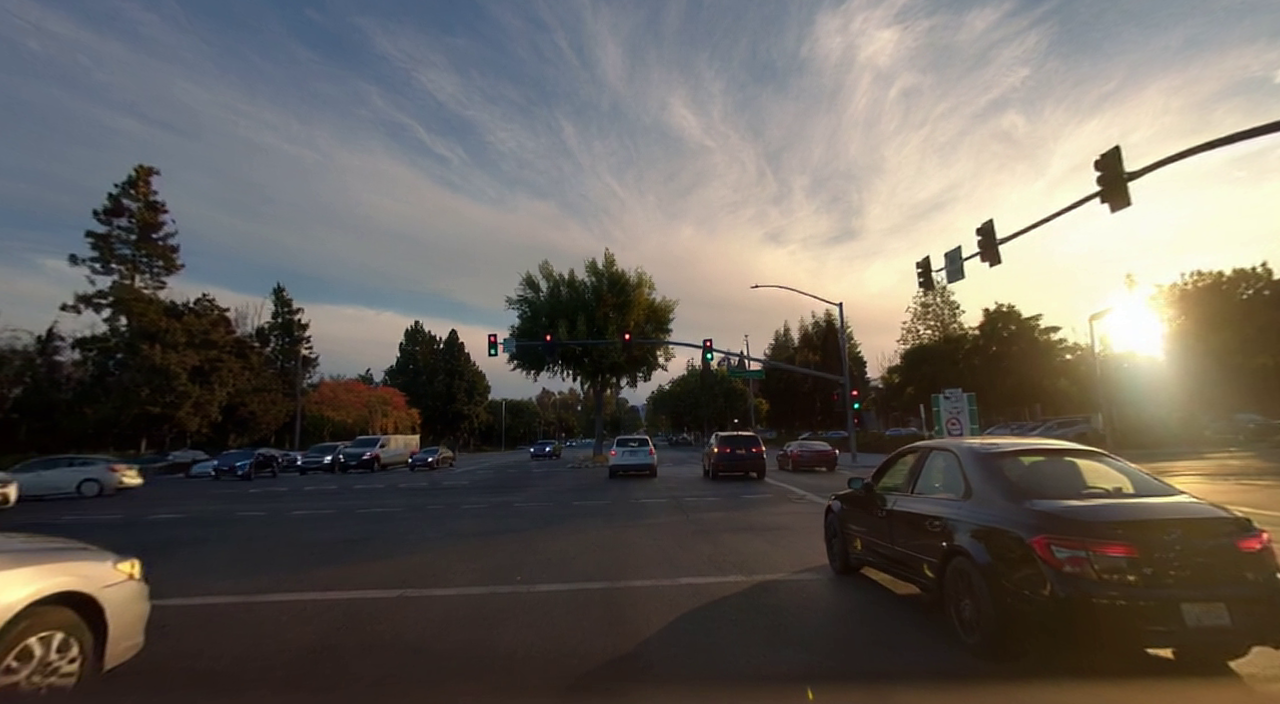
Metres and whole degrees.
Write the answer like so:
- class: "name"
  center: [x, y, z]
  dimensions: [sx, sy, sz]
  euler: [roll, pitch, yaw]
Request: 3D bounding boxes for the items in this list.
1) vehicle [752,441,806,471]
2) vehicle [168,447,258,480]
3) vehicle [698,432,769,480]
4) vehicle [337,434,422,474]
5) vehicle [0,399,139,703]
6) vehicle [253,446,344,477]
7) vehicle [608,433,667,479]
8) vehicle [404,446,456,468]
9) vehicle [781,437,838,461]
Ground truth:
- class: "vehicle"
  center: [7.144, 5.362, 32.802]
  dimensions: [1.847, 1.432, 4.039]
  euler: [0, -8, 0]
- class: "vehicle"
  center: [-20.798, 5.410, 30.863]
  dimensions: [1.800, 1.511, 3.631]
  euler: [0, -8, 1]
- class: "vehicle"
  center: [3.581, 4.068, 24.889]
  dimensions: [2.097, 1.707, 4.461]
  euler: [0, -8, 0]
- class: "vehicle"
  center: [-14.012, 5.518, 34.282]
  dimensions: [2.196, 1.961, 5.359]
  euler: [0, -8, 2]
- class: "vehicle"
  center: [-3.609, 0.723, 1.037]
  dimensions: [1.941, 1.492, 4.399]
  euler: [0, -8, 0]
- class: "vehicle"
  center: [-17.566, 5.633, 32.680]
  dimensions: [2.086, 1.458, 4.457]
  euler: [0, -8, 2]
- class: "vehicle"
  center: [-0.092, 4.257, 26.026]
  dimensions: [2.215, 1.749, 3.976]
  euler: [0, -8, 0]
- class: "vehicle"
  center: [-14.094, 7.050, 42.502]
  dimensions: [1.926, 1.325, 4.162]
  euler: [0, -8, 2]
- class: "vehicle"
  center: [13.330, 7.695, 49.926]
  dimensions: [2.171, 1.786, 4.943]
  euler: [2, -9, -14]
